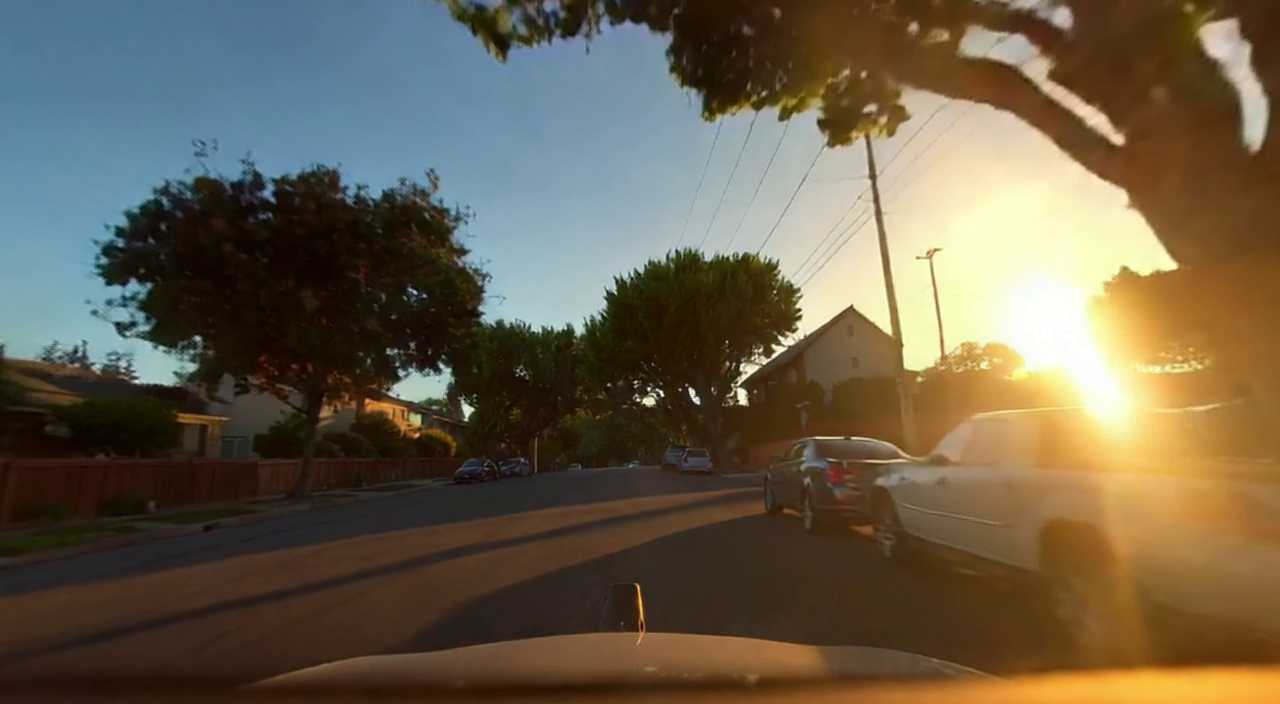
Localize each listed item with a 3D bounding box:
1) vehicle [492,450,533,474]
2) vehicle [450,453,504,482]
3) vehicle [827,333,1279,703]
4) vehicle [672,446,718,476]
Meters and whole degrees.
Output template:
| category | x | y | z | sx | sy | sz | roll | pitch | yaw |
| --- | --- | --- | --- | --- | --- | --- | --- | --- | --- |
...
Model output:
| category | x | y | z | sx | sy | sz | roll | pitch | yaw |
| --- | --- | --- | --- | --- | --- | --- | --- | --- | --- |
| vehicle | -9.138 | 7.918 | 45.686 | 2.027 | 1.584 | 4.476 | -1 | -9 | 1 |
| vehicle | -8.807 | 6.234 | 34.439 | 1.937 | 1.427 | 4.510 | 0 | -9 | -3 |
| vehicle | 3.154 | 1.122 | 4.874 | 1.928 | 1.751 | 4.537 | 0 | -9 | -1 |
| vehicle | 2.925 | 5.901 | 34.405 | 1.927 | 1.529 | 4.144 | 0 | -9 | -3 |
